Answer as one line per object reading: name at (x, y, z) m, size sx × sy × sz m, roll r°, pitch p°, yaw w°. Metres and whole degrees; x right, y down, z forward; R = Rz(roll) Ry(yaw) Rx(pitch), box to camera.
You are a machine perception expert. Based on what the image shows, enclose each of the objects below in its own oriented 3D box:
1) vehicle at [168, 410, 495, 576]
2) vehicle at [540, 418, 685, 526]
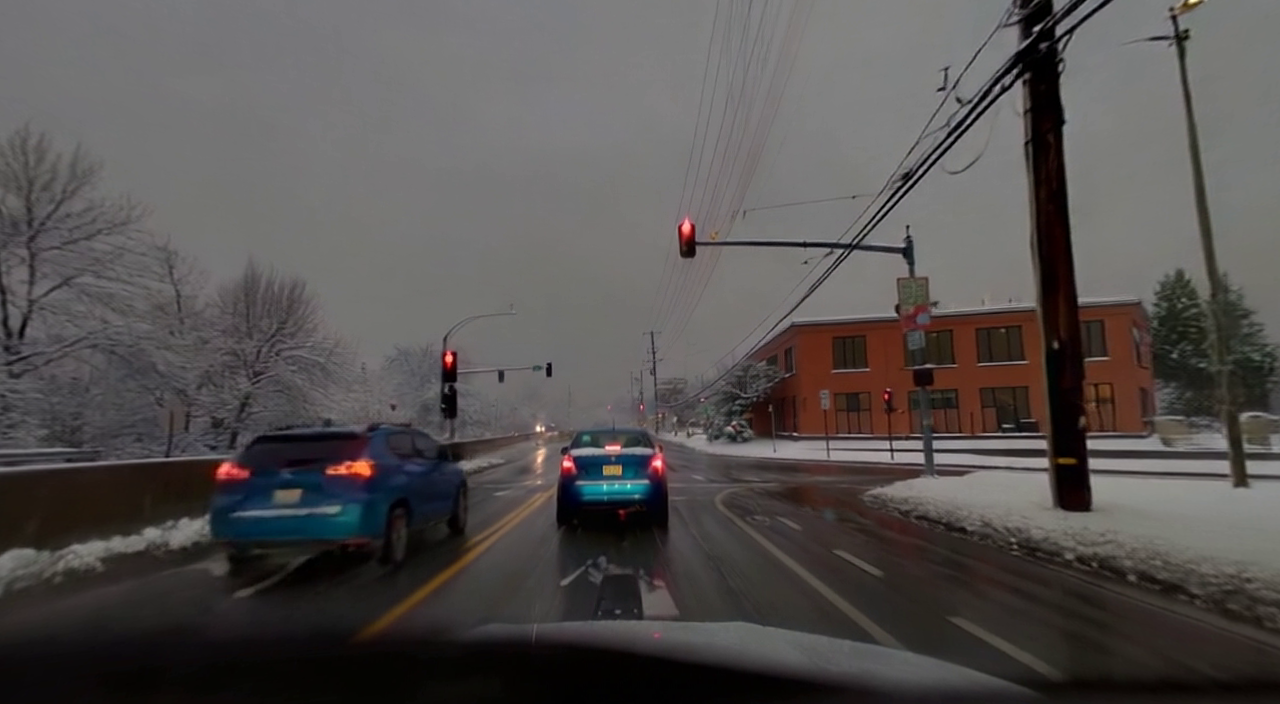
vehicle at (-3.454, 1.646, 8.230) m, size 2.097 × 1.573 × 4.284 m, roll 0°, pitch -8°, yaw 0°
vehicle at (-0.414, 2.006, 11.116) m, size 2.123 × 1.566 × 3.662 m, roll 0°, pitch -8°, yaw 0°
